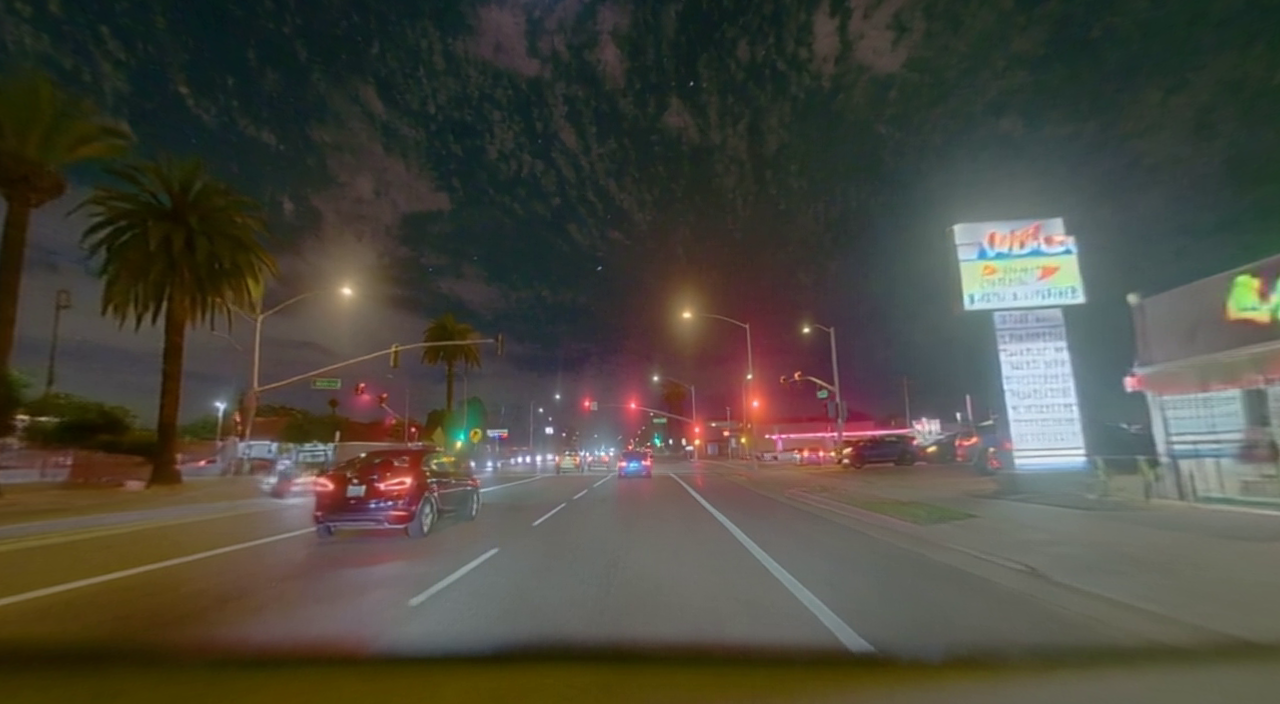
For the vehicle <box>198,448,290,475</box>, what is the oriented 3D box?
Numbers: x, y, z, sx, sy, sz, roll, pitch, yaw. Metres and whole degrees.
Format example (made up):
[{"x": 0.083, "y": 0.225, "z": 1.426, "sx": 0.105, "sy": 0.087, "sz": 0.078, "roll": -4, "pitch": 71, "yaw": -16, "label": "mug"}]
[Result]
[{"x": -30.870, "y": 8.554, "z": 49.015, "sx": 5.616, "sy": 1.927, "sz": 2.324, "roll": -1, "pitch": -8, "yaw": 2, "label": "vehicle"}]

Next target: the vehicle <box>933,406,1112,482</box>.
[{"x": 11.104, "y": 2.783, "z": 18.870, "sx": 2.111, "sy": 1.875, "sz": 5.301, "roll": -2, "pitch": -9, "yaw": 1, "label": "vehicle"}]

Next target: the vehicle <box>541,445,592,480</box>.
[{"x": -3.648, "y": 5.554, "z": 31.794, "sx": 1.979, "sy": 1.634, "sz": 3.957, "roll": -1, "pitch": -8, "yaw": 2, "label": "vehicle"}]

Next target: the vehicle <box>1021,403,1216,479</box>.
[{"x": 13.887, "y": 2.695, "z": 18.713, "sx": 2.003, "sy": 1.910, "sz": 4.725, "roll": -2, "pitch": -9, "yaw": 0, "label": "vehicle"}]

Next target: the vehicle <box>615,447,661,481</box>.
[{"x": -0.038, "y": 5.453, "z": 30.792, "sx": 2.094, "sy": 1.496, "sz": 4.070, "roll": 0, "pitch": -8, "yaw": 1, "label": "vehicle"}]

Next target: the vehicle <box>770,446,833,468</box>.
[{"x": 11.570, "y": 7.492, "z": 44.936, "sx": 3.980, "sy": 1.486, "sz": 2.059, "roll": 5, "pitch": -10, "yaw": -30, "label": "vehicle"}]

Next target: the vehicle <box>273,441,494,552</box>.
[{"x": -4.077, "y": 2.333, "z": 10.960, "sx": 1.904, "sy": 1.513, "sz": 4.410, "roll": 0, "pitch": -9, "yaw": 1, "label": "vehicle"}]

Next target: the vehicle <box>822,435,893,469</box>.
[{"x": 11.141, "y": 5.142, "z": 32.499, "sx": 1.982, "sy": 1.623, "sz": 4.211, "roll": 0, "pitch": -9, "yaw": -2, "label": "vehicle"}]
